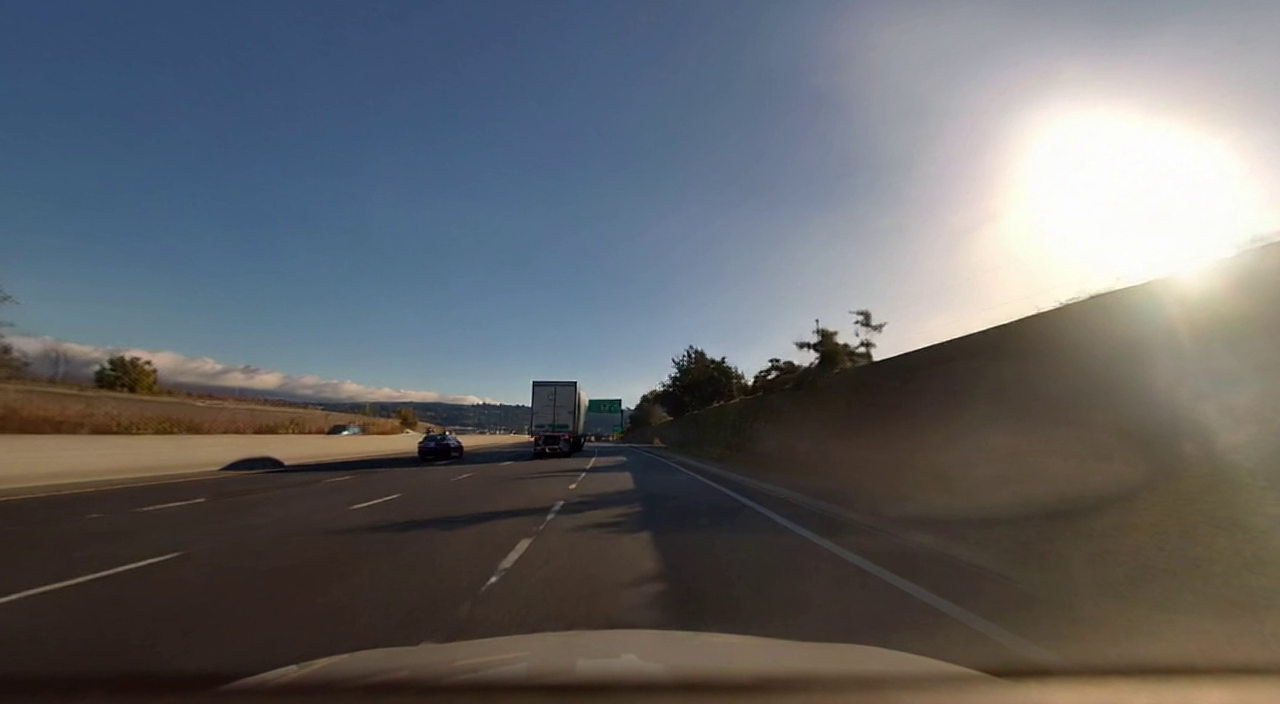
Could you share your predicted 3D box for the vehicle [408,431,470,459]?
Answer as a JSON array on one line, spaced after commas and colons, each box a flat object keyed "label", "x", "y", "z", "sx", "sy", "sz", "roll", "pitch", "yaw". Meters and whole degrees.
[{"label": "vehicle", "x": -11.783, "y": 5.491, "z": 37.190, "sx": 2.138, "sy": 1.531, "sz": 4.864, "roll": 0, "pitch": -8, "yaw": -1}]

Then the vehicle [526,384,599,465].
[{"label": "vehicle", "x": -4.213, "y": 4.431, "z": 37.186, "sx": 3.002, "sy": 3.987, "sz": 12.477, "roll": 0, "pitch": -8, "yaw": -1}]
